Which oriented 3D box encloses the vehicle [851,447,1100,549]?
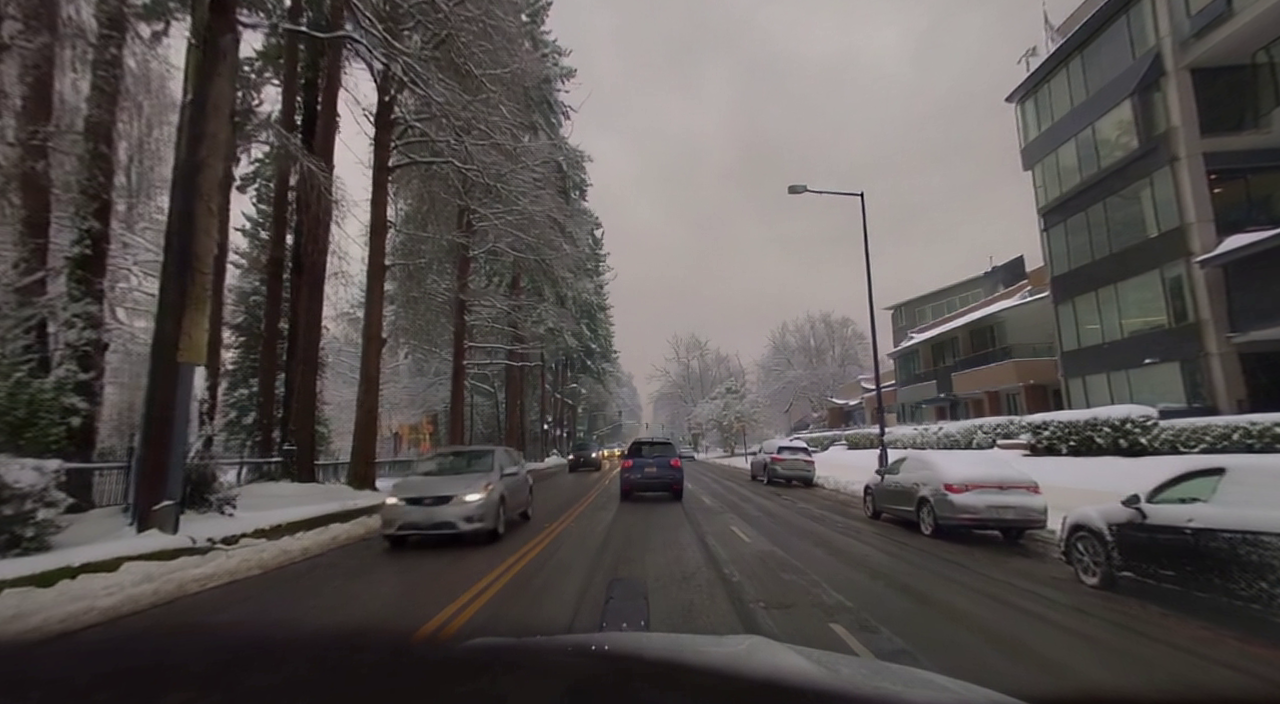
[{"bbox_3d":[5.683,2.481,11.596,1.852,1.452,4.852,0,-8,-1],"label":"vehicle"}]

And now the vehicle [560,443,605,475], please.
[{"bbox_3d":[-3.281,6.235,37.023,2.167,1.717,4.448,0,-9,1],"label":"vehicle"}]

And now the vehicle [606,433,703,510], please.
[{"bbox_3d":[0.346,2.892,15.697,2.105,1.653,3.887,0,-8,1],"label":"vehicle"}]

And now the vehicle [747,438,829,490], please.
[{"bbox_3d":[5.668,4.336,24.812,2.059,1.813,4.637,0,-8,-1],"label":"vehicle"}]

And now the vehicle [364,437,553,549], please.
[{"bbox_3d":[-2.795,2.259,10.810,1.979,1.534,4.076,0,-8,1],"label":"vehicle"}]

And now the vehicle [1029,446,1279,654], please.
[{"bbox_3d":[5.521,1.509,5.078,1.809,1.478,4.623,0,-8,0],"label":"vehicle"}]
